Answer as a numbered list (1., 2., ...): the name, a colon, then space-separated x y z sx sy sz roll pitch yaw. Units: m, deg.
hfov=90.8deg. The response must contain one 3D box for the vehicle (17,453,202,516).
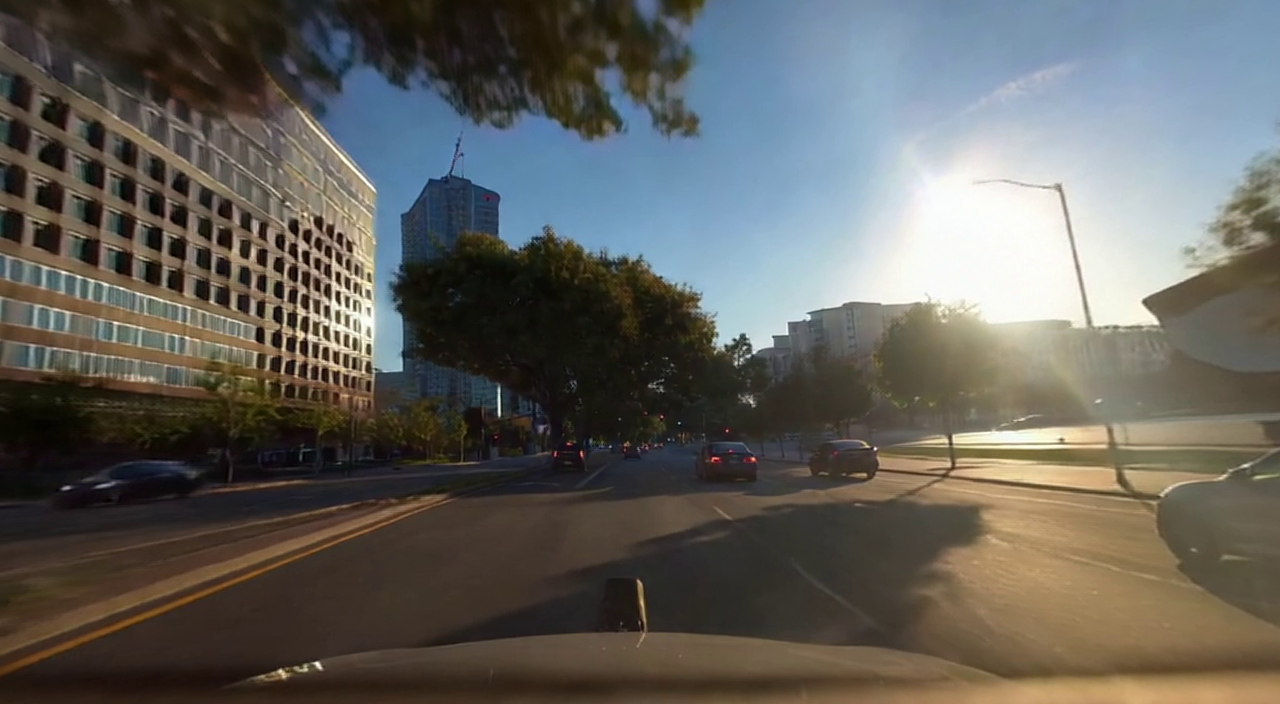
1. vehicle: -16.581 4.114 20.157 1.954 1.699 4.542 0 -8 -1

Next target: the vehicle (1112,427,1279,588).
1. vehicle: 6.696 1.360 5.436 1.830 1.443 4.351 0 -8 -1

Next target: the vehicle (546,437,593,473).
1. vehicle: -3.742 5.554 34.143 2.155 1.797 3.989 0 -8 -1

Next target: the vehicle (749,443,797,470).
1. vehicle: 7.808 6.137 37.437 1.884 1.478 4.164 0 -8 -1

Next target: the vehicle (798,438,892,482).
1. vehicle: 7.653 4.071 24.101 1.944 1.503 4.723 0 -8 -1

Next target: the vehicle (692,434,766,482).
1. vehicle: 3.444 4.229 25.469 2.152 1.742 4.704 0 -8 -2
